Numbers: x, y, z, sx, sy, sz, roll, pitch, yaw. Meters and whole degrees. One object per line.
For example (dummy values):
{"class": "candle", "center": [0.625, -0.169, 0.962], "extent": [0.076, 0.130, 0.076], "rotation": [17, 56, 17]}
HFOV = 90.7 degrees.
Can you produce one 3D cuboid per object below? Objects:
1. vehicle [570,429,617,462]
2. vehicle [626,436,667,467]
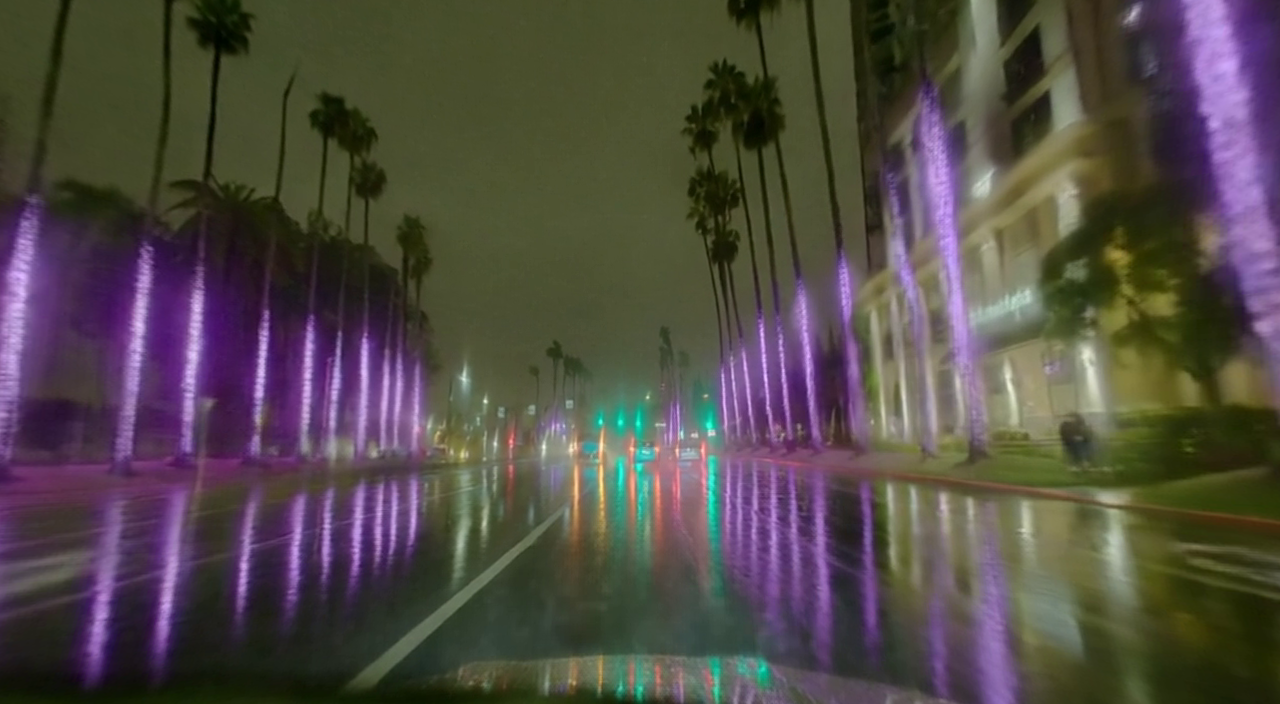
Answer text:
{"class": "vehicle", "center": [-3.063, 6.384, 43.100], "extent": [2.672, 2.064, 5.681], "rotation": [0, -8, 0]}
{"class": "vehicle", "center": [0.333, 5.596, 35.742], "extent": [2.160, 1.615, 4.117], "rotation": [0, -8, 0]}
